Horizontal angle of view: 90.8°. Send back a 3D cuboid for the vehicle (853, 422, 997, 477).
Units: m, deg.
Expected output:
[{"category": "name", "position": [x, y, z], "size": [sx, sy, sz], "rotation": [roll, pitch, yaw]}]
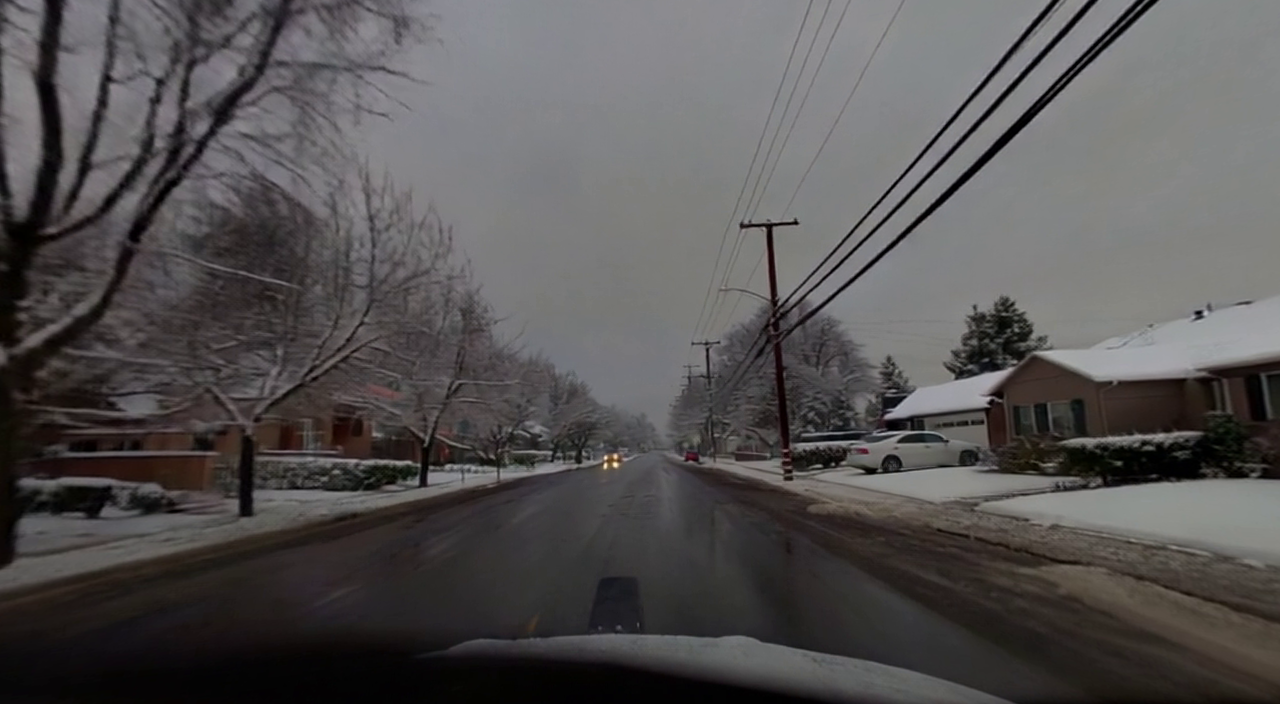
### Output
[{"category": "vehicle", "position": [11.152, 3.866, 25.036], "size": [4.555, 1.803, 2.151], "rotation": [-3, -9, 0]}]
